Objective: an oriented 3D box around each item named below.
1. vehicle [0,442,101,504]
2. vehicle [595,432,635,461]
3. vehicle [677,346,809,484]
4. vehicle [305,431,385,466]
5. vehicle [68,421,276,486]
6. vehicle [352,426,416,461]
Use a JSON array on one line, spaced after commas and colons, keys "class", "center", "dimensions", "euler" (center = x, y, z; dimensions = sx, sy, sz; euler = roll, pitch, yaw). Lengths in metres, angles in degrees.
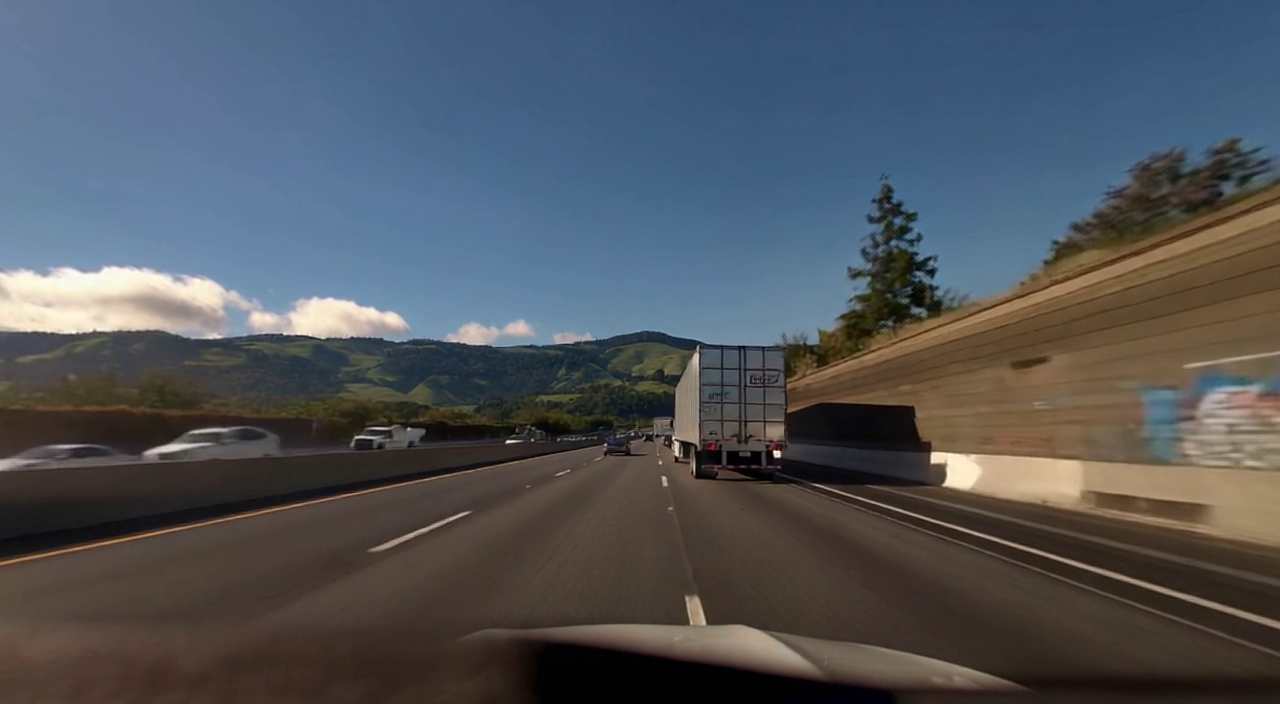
[{"class": "vehicle", "center": [-16.023, 2.922, 15.317], "dimensions": [1.798, 1.440, 4.526], "euler": [0, -8, 1]}, {"class": "vehicle", "center": [-1.372, 5.370, 36.026], "dimensions": [1.982, 1.535, 4.519], "euler": [0, -8, 1]}, {"class": "vehicle", "center": [3.126, 2.431, 22.661], "dimensions": [2.921, 3.765, 10.773], "euler": [0, -8, 0]}, {"class": "vehicle", "center": [-15.315, 5.018, 33.049], "dimensions": [1.952, 1.709, 4.365], "euler": [0, -8, 2]}, {"class": "vehicle", "center": [-12.086, 2.644, 16.805], "dimensions": [1.938, 1.492, 4.559], "euler": [0, -8, 2]}, {"class": "vehicle", "center": [-18.987, 6.822, 47.120], "dimensions": [2.173, 2.471, 5.845], "euler": [0, -8, 1]}]
